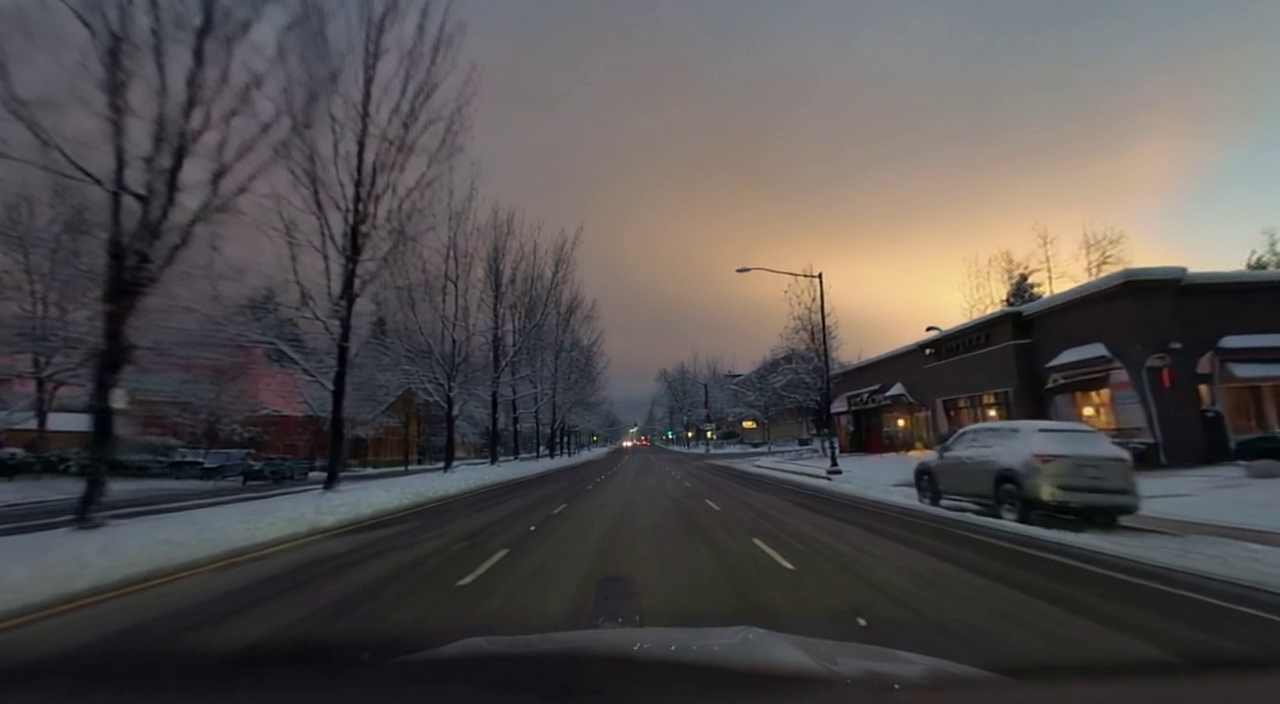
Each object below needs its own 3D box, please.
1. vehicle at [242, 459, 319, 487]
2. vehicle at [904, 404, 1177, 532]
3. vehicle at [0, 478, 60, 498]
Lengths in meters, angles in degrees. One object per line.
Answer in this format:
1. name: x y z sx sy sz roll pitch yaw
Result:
1. vehicle: -22.208 7.441 39.308 1.164 1.469 6.173 0 -9 0
2. vehicle: 7.041 2.097 11.935 1.954 1.907 4.736 0 -9 -1
3. vehicle: -31.006 6.847 31.899 0.407 0.823 3.474 1 -9 -5
